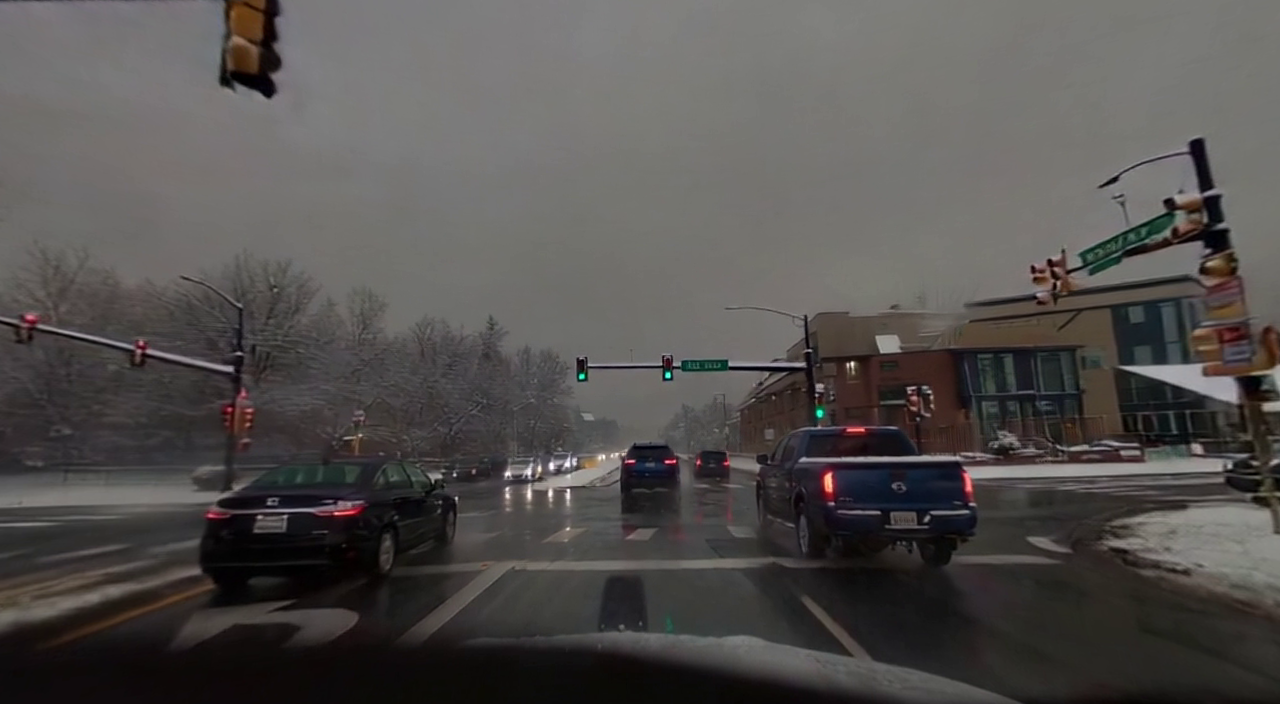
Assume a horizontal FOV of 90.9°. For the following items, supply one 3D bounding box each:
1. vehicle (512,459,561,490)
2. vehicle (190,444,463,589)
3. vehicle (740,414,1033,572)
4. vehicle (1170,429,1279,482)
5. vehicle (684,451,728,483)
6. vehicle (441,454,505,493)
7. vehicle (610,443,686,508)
[{"bbox_3d":[-5.526,6.596,34.074,1.882,1.342,3.755,-4,-9,1],"label":"vehicle"},{"bbox_3d":[-3.935,2.067,9.028,1.909,1.476,4.751,1,-8,-6],"label":"vehicle"},{"bbox_3d":[3.404,2.111,10.515,2.571,1.857,5.841,0,-8,0],"label":"vehicle"},{"bbox_3d":[25.048,4.095,25.259,5.370,1.974,2.299,-1,-9,3],"label":"vehicle"},{"bbox_3d":[4.321,7.585,42.091,2.408,1.908,5.355,0,-8,0],"label":"vehicle"},{"bbox_3d":[-8.920,6.502,34.104,2.069,1.717,4.658,-4,-9,1],"label":"vehicle"},{"bbox_3d":[0.262,3.722,19.544,2.113,1.768,3.901,0,-8,1],"label":"vehicle"}]
